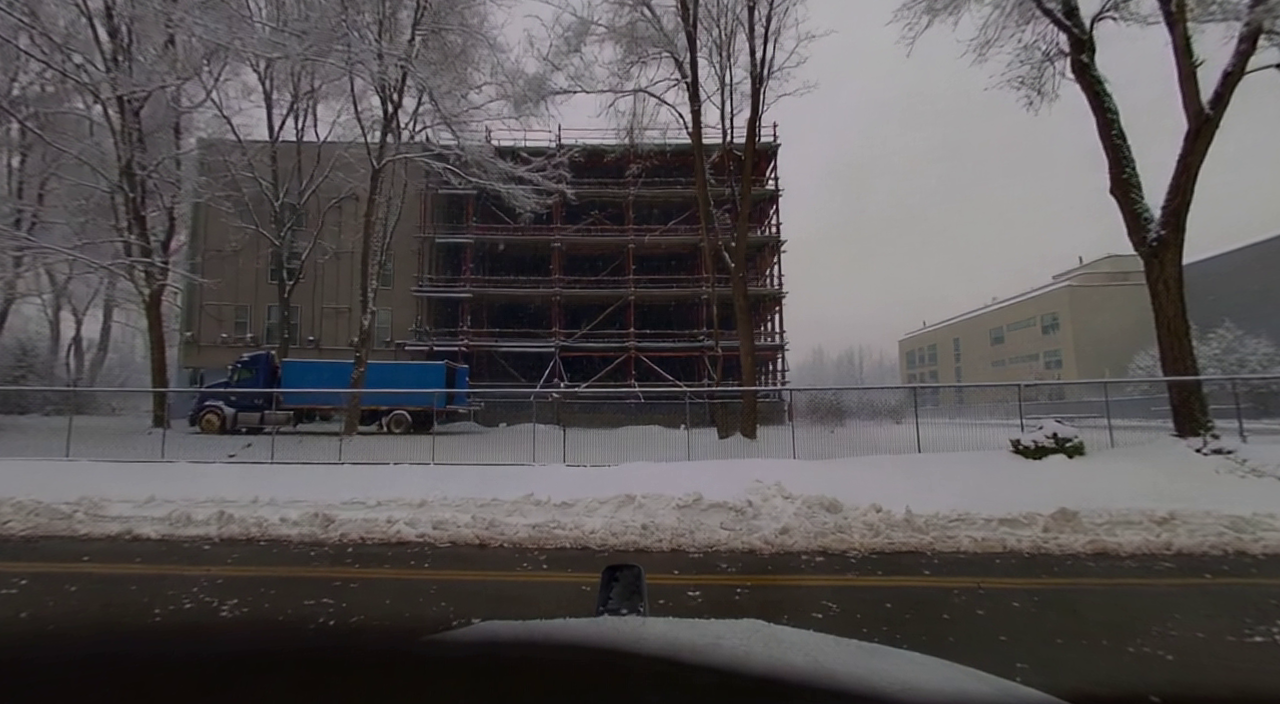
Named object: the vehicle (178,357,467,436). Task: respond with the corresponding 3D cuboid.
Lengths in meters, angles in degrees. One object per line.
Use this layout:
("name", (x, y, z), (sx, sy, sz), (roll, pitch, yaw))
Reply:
("vehicle", (-17.166, 2.615, 35.226), (14.067, 4.099, 2.832), (1, -9, -7))
